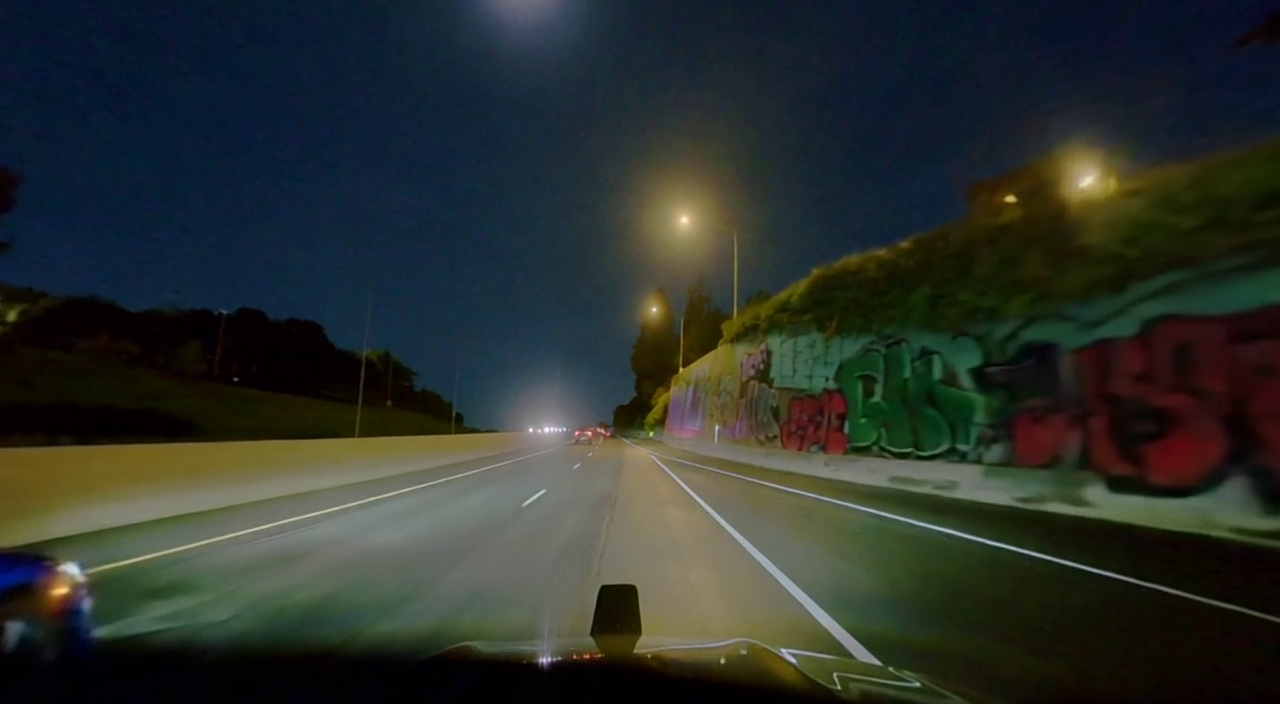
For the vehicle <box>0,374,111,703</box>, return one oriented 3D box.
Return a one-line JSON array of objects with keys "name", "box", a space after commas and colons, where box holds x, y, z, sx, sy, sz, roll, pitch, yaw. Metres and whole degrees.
[{"name": "vehicle", "box": [-3.426, 0.612, 0.459, 2.108, 1.555, 4.574, 0, -8, 0]}]
